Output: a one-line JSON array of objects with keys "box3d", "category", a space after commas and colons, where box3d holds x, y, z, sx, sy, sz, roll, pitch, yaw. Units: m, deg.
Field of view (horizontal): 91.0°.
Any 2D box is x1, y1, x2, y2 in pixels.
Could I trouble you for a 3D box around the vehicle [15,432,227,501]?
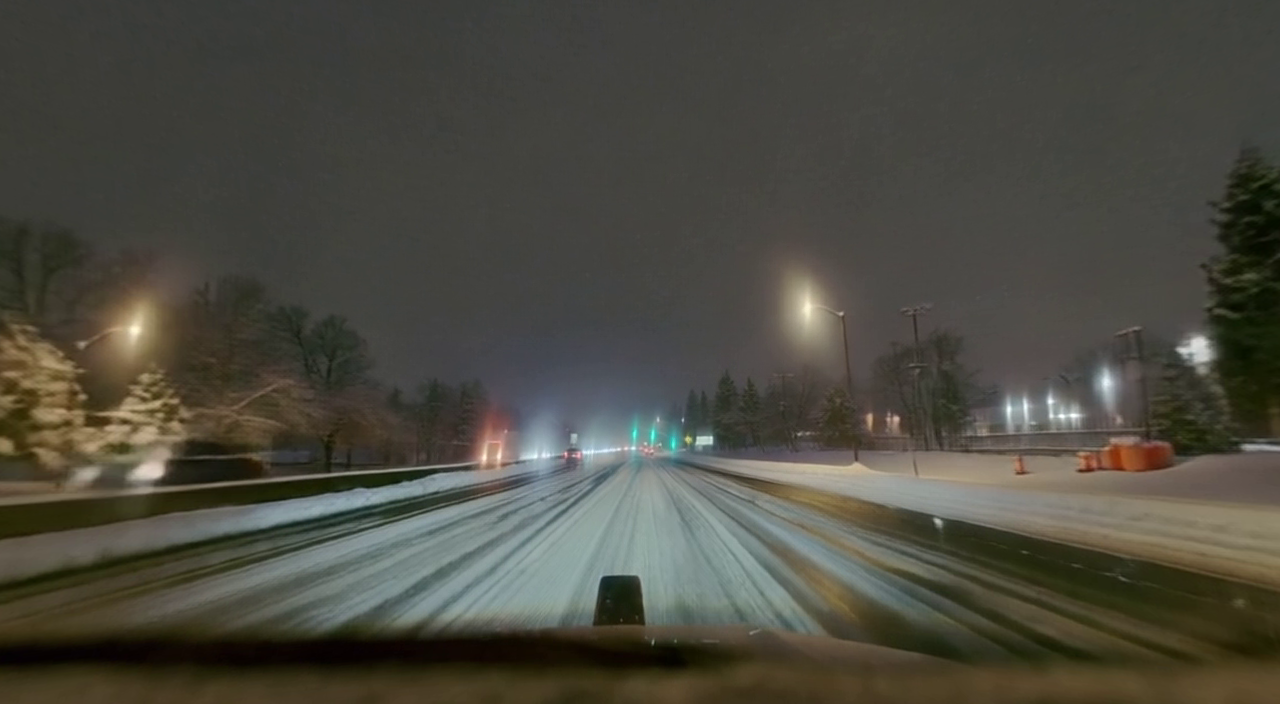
[{"box3d": [-16.203, 3.603, 20.216, 2.285, 1.911, 5.206, 0, -9, 1], "category": "vehicle"}]
